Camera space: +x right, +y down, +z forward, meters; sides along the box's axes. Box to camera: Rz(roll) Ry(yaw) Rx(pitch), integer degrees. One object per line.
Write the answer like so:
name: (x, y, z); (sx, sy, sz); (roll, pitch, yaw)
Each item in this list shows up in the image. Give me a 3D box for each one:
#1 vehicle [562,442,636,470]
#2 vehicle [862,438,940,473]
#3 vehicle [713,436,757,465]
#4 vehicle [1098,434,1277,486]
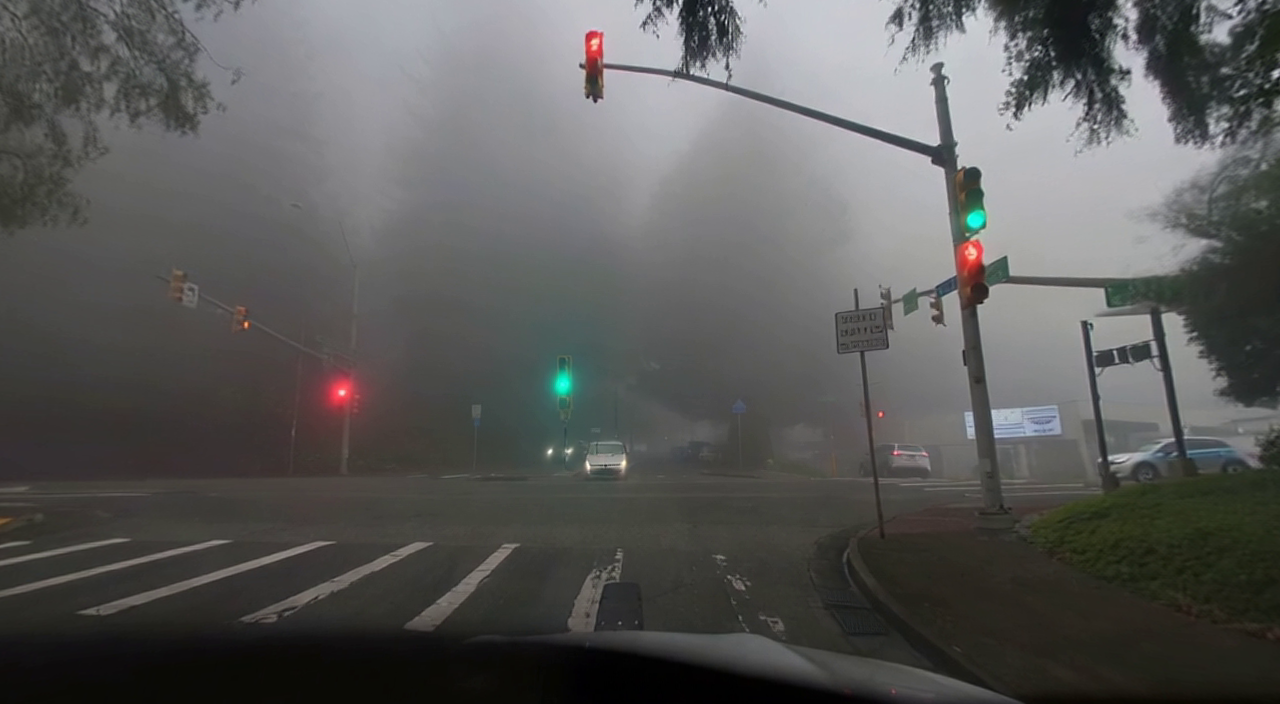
vehicle: (-2.445, 6.153, 37.555); (3.991, 1.526, 1.868); (-5, -9, 30)
vehicle: (12.406, 5.040, 30.271); (1.922, 1.529, 3.964); (0, -11, -2)
vehicle: (6.912, 7.200, 46.170); (1.491, 2.041, 2.964); (6, -9, -35)
vehicle: (16.806, 3.321, 19.512); (3.876, 1.512, 1.784); (0, -8, -1)
